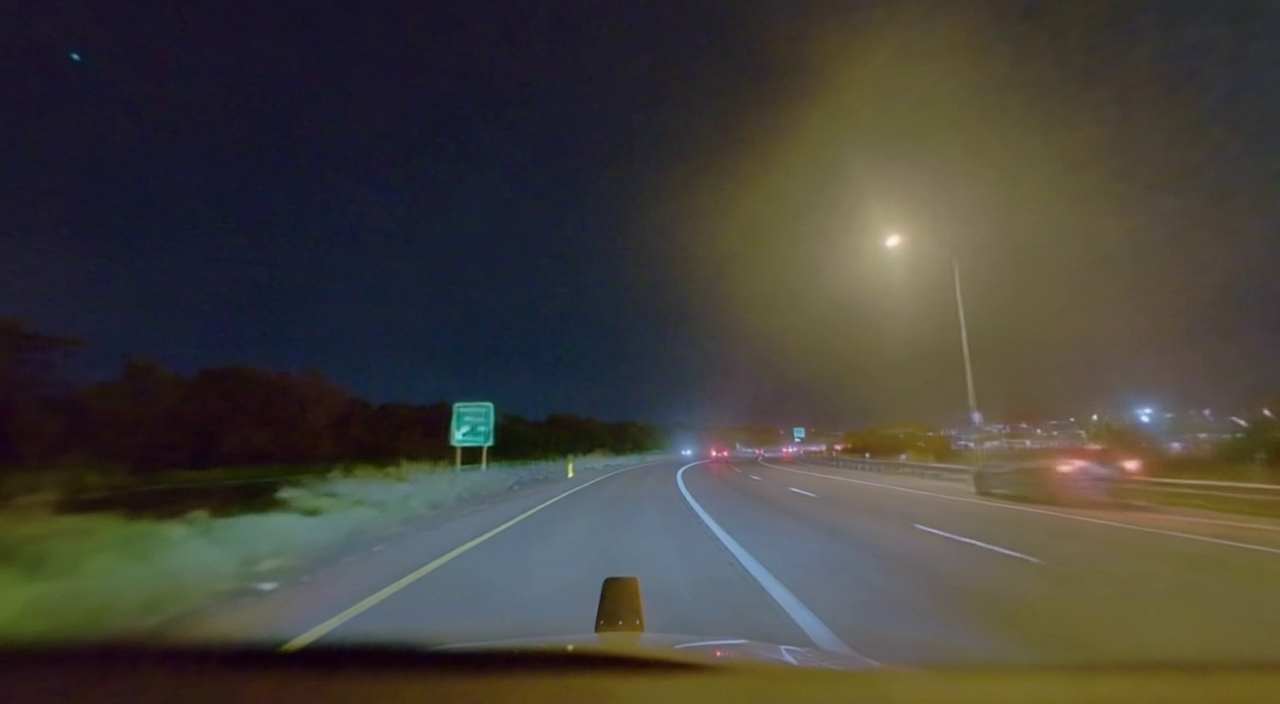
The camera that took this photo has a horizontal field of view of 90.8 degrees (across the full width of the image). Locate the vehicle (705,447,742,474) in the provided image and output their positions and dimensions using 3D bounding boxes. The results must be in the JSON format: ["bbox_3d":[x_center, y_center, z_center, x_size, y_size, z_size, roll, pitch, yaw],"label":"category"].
[{"bbox_3d":[5.063,6.613,38.745,1.874,1.506,4.116,-1,-9,3],"label":"vehicle"}]

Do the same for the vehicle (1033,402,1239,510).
[{"bbox_3d":[12.545,2.668,16.302,3.055,2.511,2.572,-1,-9,5],"label":"vehicle"}]
